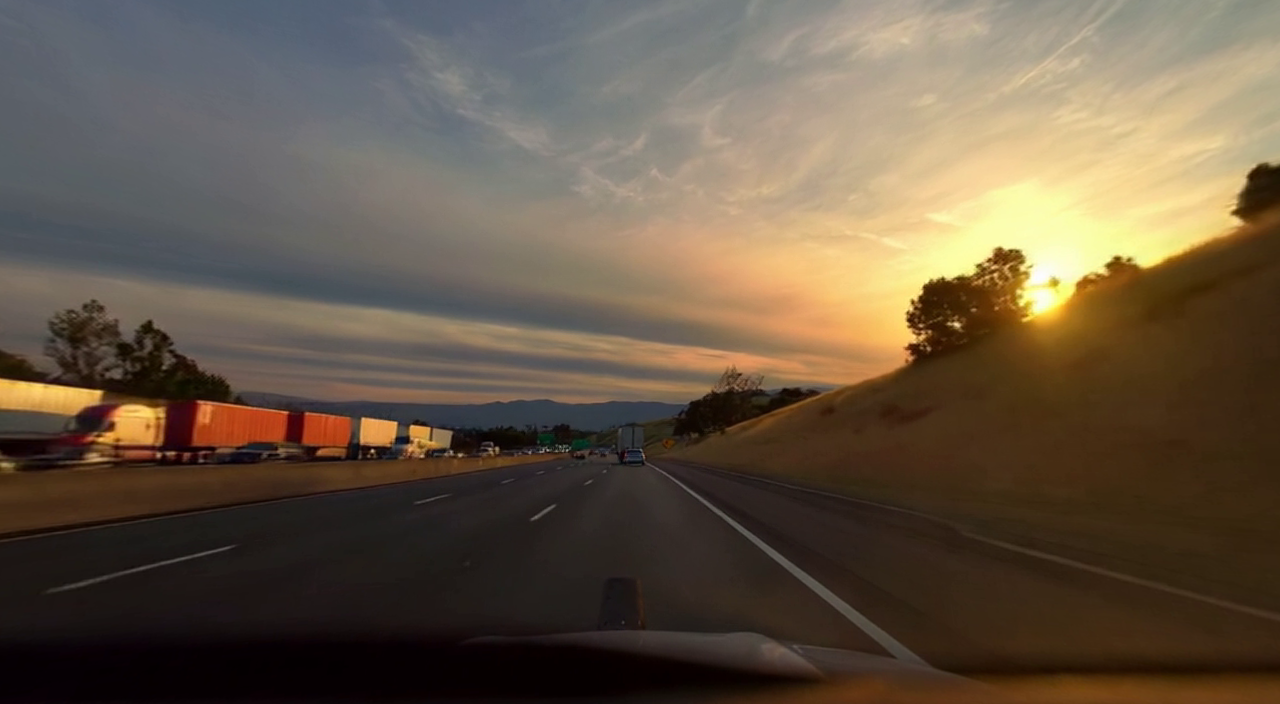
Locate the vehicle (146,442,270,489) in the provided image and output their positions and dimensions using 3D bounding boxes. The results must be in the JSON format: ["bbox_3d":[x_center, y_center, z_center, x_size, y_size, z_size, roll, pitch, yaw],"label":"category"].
[{"bbox_3d":[-15.296,4.034,22.581,1.699,1.513,3.748,0,-9,1],"label":"vehicle"}]

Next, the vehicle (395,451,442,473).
[{"bbox_3d":[-15.382,7.629,43.983,1.827,1.416,3.911,0,-9,0],"label":"vehicle"}]

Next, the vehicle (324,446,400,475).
[{"bbox_3d":[-15.408,6.038,35.235,2.155,1.506,4.541,0,-9,0],"label":"vehicle"}]

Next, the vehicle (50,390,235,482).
[{"bbox_3d":[-23.690,4.153,30.703,2.971,3.926,7.189,0,-9,-1],"label":"vehicle"}]
